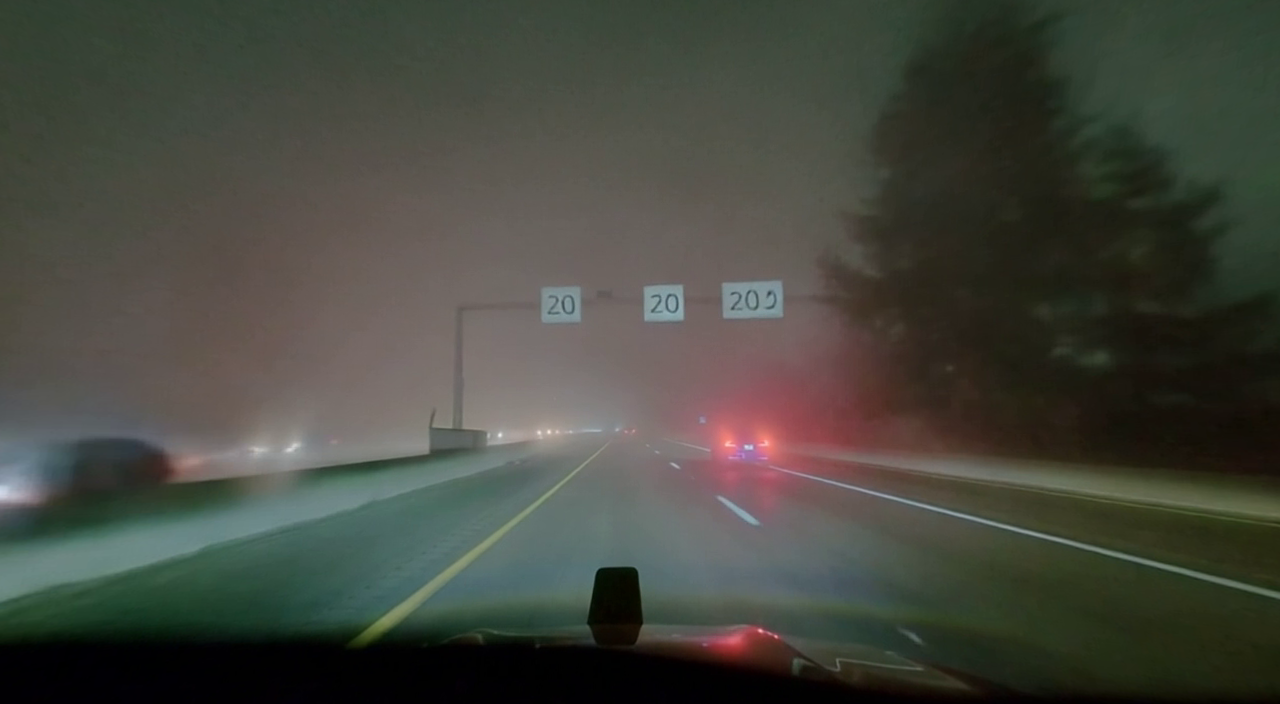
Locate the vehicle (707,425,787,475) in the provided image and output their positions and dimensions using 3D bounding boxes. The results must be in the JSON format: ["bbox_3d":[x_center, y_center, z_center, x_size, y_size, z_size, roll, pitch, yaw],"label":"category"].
[{"bbox_3d":[3.618,3.380,22.030,1.973,1.563,3.959,0,-8,-2],"label":"vehicle"}]

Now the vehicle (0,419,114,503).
[{"bbox_3d":[-12.923,2.096,12.175,1.862,1.546,4.126,0,-8,0],"label":"vehicle"}]

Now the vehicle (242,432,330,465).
[{"bbox_3d":[-16.869,4.598,30.203,1.833,1.489,4.050,0,-8,0],"label":"vehicle"}]
